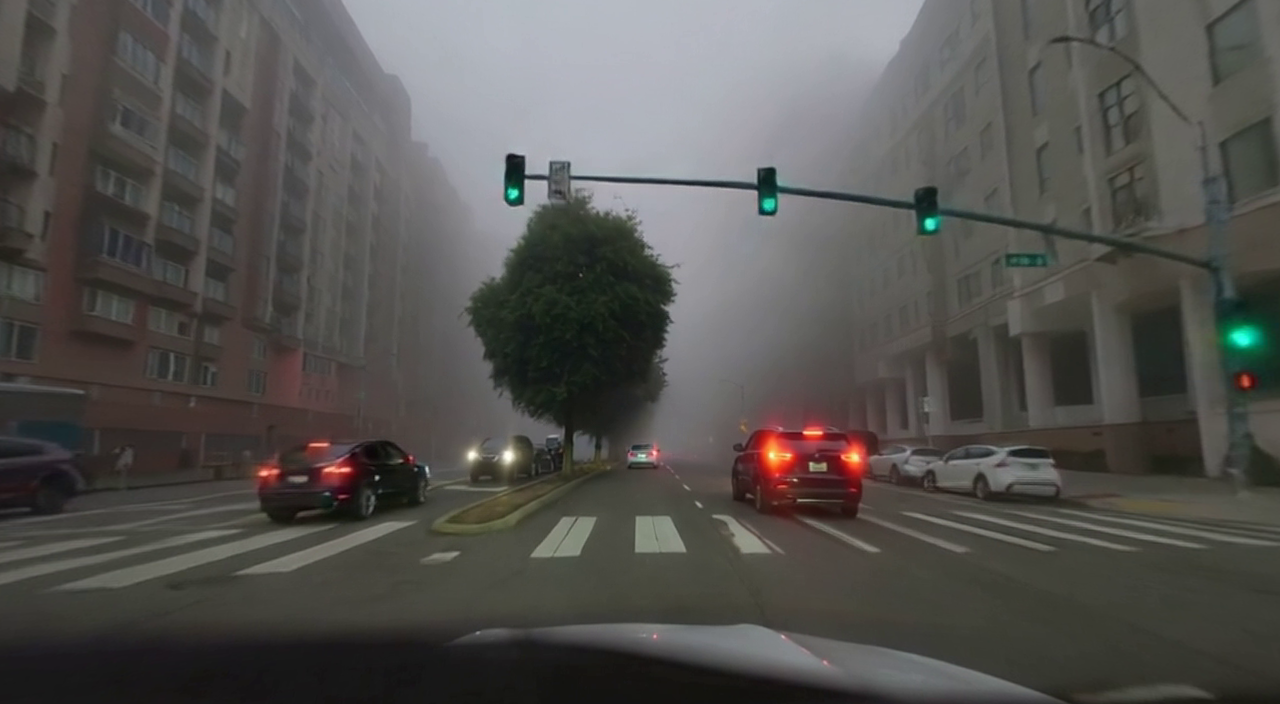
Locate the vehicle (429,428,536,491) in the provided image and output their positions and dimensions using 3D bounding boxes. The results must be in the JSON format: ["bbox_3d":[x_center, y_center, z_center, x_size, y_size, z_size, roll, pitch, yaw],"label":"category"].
[{"bbox_3d":[-4.980,3.484,20.853,2.275,1.816,4.923,0,-8,0],"label":"vehicle"}]

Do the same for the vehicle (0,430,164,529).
[{"bbox_3d":[-11.732,2.303,11.657,2.001,1.638,4.980,0,-8,0],"label":"vehicle"}]

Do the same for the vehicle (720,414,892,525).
[{"bbox_3d":[3.116,2.332,13.147,2.129,1.844,4.767,0,-8,-2],"label":"vehicle"}]

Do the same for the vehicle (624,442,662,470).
[{"bbox_3d":[0.122,6.044,36.939,2.059,1.492,4.033,0,-8,-1],"label":"vehicle"}]

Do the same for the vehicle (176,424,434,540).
[{"bbox_3d":[-5.529,2.217,11.399,2.062,1.532,4.830,-2,-9,0],"label":"vehicle"}]

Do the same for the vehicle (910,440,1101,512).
[{"bbox_3d":[9.081,3.072,16.368,1.962,1.542,4.999,0,-8,0],"label":"vehicle"}]
